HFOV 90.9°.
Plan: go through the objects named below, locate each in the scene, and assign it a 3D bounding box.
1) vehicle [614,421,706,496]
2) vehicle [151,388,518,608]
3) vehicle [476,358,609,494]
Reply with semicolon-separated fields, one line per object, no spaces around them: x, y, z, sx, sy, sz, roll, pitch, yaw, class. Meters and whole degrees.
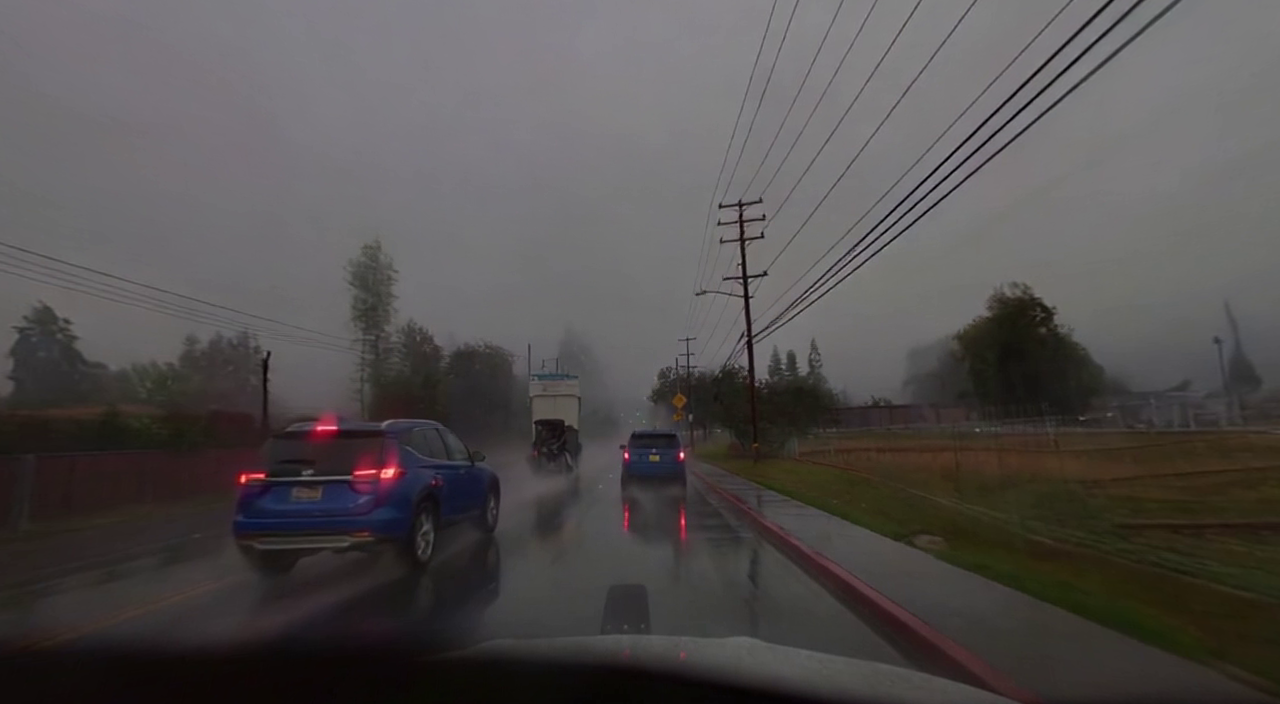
0.474;2.840;17.072;2.174;1.749;4.113;0;-8;0;vehicle
-3.013;1.558;7.623;2.093;1.832;4.508;0;-8;1;vehicle
-2.880;2.771;22.478;2.928;3.658;10.953;0;-8;0;vehicle
